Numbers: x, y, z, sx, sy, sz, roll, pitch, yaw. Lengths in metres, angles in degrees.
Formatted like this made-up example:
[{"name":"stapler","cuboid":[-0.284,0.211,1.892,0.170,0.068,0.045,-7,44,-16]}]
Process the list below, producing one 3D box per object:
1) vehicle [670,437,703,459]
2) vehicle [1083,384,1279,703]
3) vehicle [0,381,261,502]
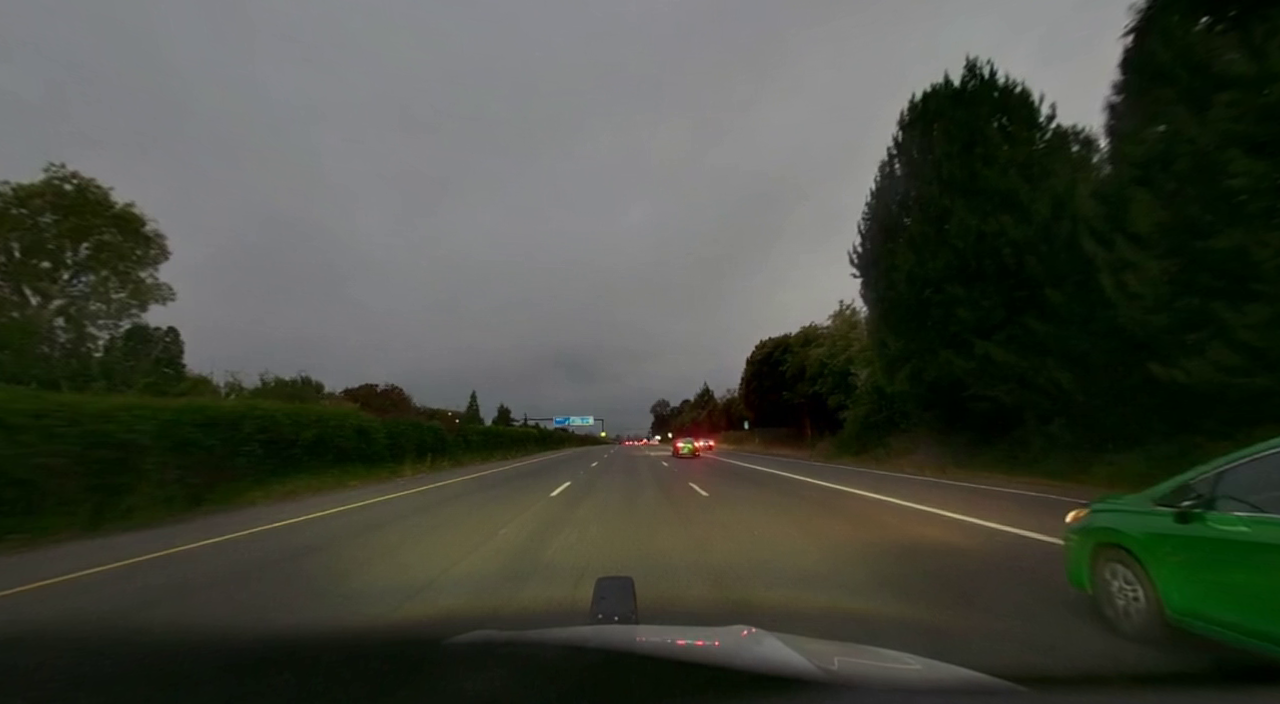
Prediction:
[{"name":"vehicle","cuboid":[3.179,6.594,43.564,1.819,1.468,3.770,0,-8,-2]},{"name":"vehicle","cuboid":[3.468,0.689,1.119,1.981,1.475,4.579,0,-8,-1]},{"name":"vehicle","cuboid":[-19.032,3.377,24.049,2.975,3.570,10.091,-2,-8,-1]}]
